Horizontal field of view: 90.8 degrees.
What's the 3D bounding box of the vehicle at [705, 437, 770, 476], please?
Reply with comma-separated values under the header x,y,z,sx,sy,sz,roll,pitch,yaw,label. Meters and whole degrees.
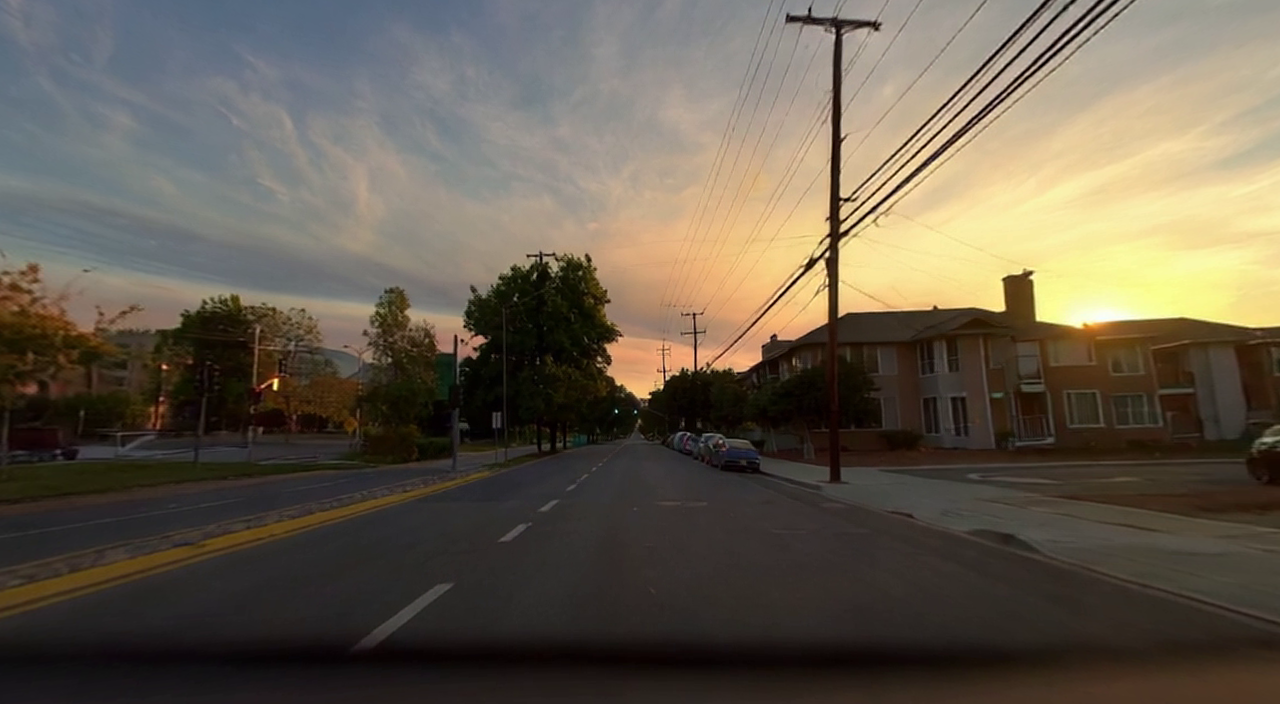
x,y,z,sx,sy,sz,roll,pitch,yaw,label
3.868,4.202,25.769,1.785,1.441,4.458,0,-8,-2,vehicle
